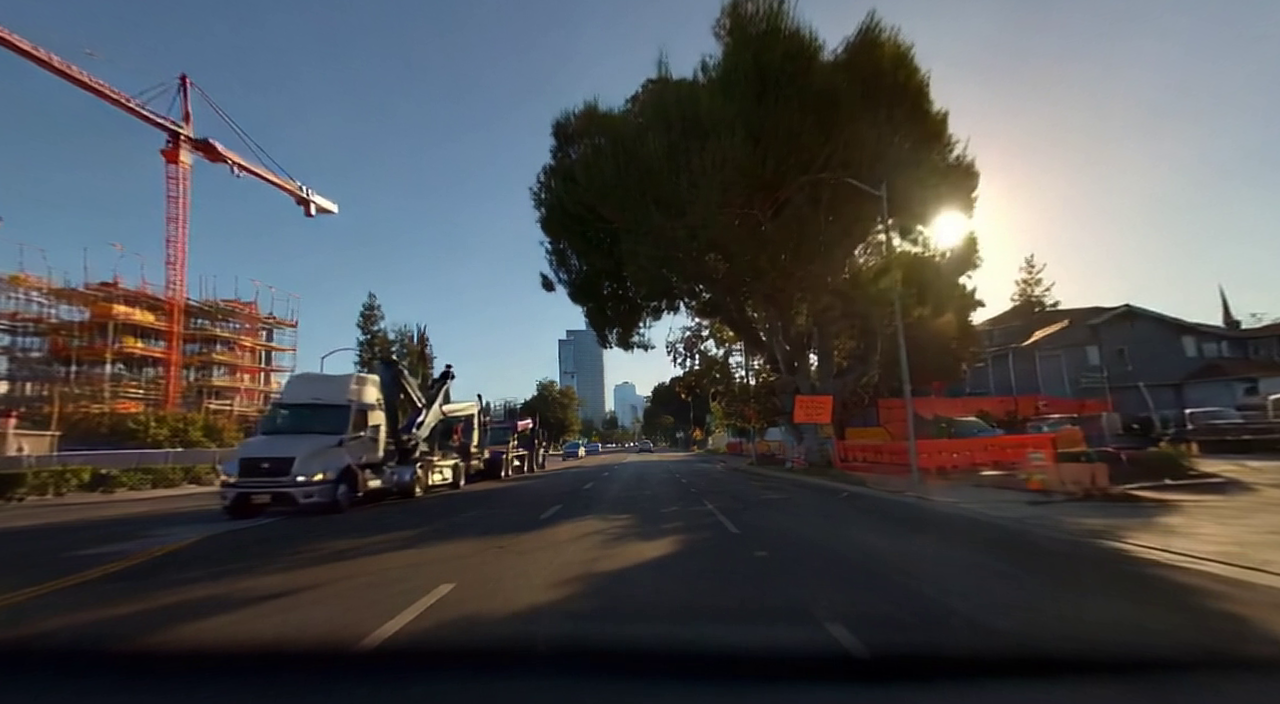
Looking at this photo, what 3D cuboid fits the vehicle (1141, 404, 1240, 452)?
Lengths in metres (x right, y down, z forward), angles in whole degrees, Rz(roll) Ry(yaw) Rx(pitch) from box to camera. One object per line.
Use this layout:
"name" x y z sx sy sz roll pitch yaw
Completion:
"vehicle" 23.118 3.304 26.605 2.078 1.823 5.181 -5 -10 30

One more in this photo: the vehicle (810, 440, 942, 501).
"vehicle" 6.530 3.309 18.028 1.933 1.488 4.736 0 -8 0

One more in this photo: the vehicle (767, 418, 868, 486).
"vehicle" 6.611 3.823 24.195 2.233 2.269 5.757 0 -8 1

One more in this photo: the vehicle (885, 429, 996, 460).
"vehicle" 15.943 4.935 33.463 4.775 1.610 2.147 0 -8 -3

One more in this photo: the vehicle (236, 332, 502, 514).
"vehicle" -7.081 2.304 19.129 3.071 3.982 10.729 0 -8 1
